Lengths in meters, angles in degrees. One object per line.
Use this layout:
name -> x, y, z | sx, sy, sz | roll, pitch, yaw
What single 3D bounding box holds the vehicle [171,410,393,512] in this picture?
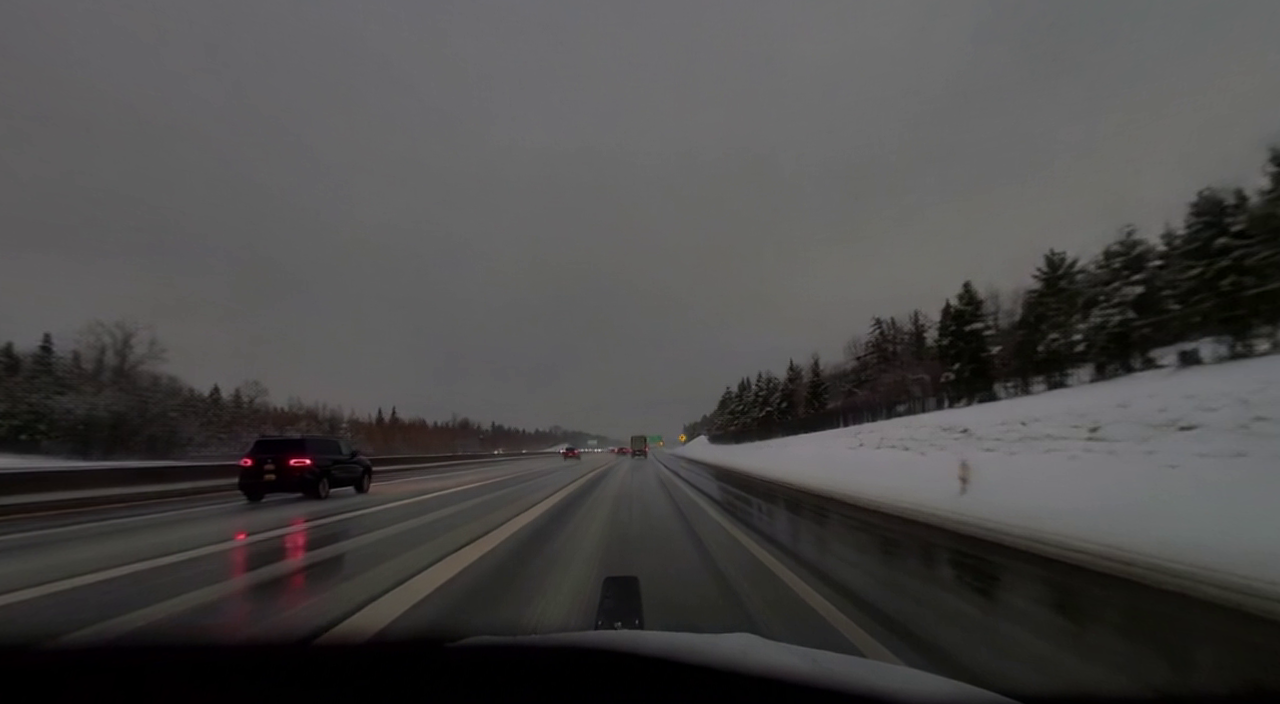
vehicle -> -7.889, 2.462, 14.654 | 2.163, 1.947, 4.959 | 0, -9, 1
